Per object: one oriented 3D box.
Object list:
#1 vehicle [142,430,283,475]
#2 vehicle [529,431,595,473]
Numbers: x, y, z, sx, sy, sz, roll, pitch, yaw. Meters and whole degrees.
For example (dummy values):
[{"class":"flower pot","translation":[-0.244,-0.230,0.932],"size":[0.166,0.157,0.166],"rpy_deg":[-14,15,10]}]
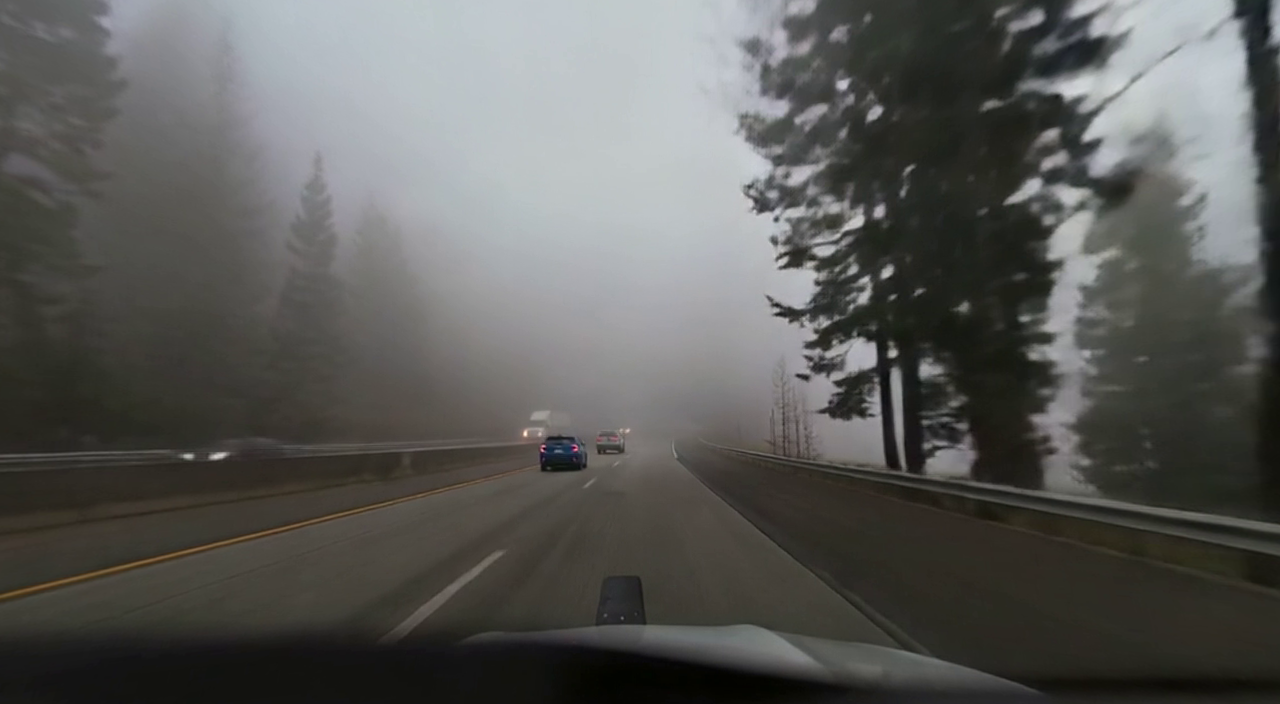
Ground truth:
[{"class":"vehicle","translation":[-16.325,3.888,24.397],"size":[1.991,1.460,4.953],"rpy_deg":[-3,-8,1]},{"class":"vehicle","translation":[-3.143,4.150,26.313],"size":[2.053,1.589,4.671],"rpy_deg":[0,-8,2]}]
